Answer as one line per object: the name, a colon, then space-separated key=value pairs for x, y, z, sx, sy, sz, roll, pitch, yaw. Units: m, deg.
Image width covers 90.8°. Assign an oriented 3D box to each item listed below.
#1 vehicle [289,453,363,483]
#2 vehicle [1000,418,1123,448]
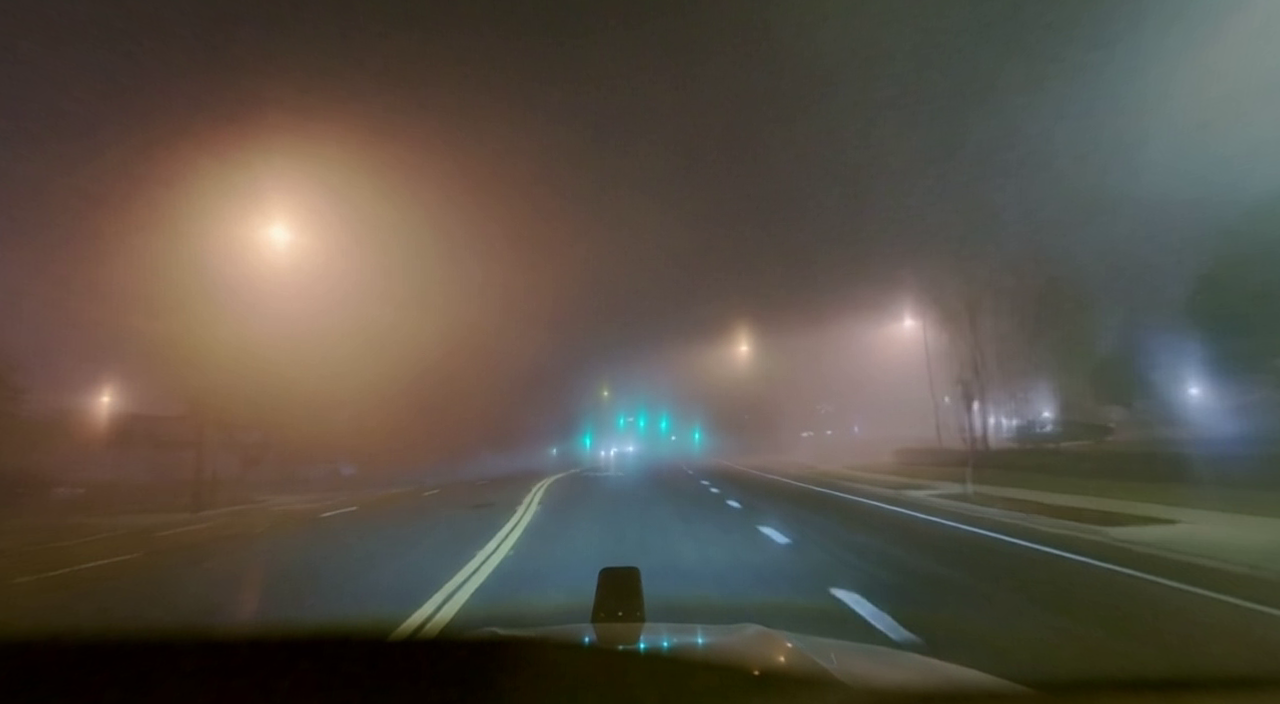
vehicle: x=-20.403 y=7.528 z=41.278 sx=2.030 sy=1.759 sz=4.949 roll=-1 pitch=-9 yaw=4
vehicle: x=20.483 y=3.996 z=30.868 sx=4.621 sy=1.393 sz=1.824 roll=-1 pitch=-9 yaw=4
